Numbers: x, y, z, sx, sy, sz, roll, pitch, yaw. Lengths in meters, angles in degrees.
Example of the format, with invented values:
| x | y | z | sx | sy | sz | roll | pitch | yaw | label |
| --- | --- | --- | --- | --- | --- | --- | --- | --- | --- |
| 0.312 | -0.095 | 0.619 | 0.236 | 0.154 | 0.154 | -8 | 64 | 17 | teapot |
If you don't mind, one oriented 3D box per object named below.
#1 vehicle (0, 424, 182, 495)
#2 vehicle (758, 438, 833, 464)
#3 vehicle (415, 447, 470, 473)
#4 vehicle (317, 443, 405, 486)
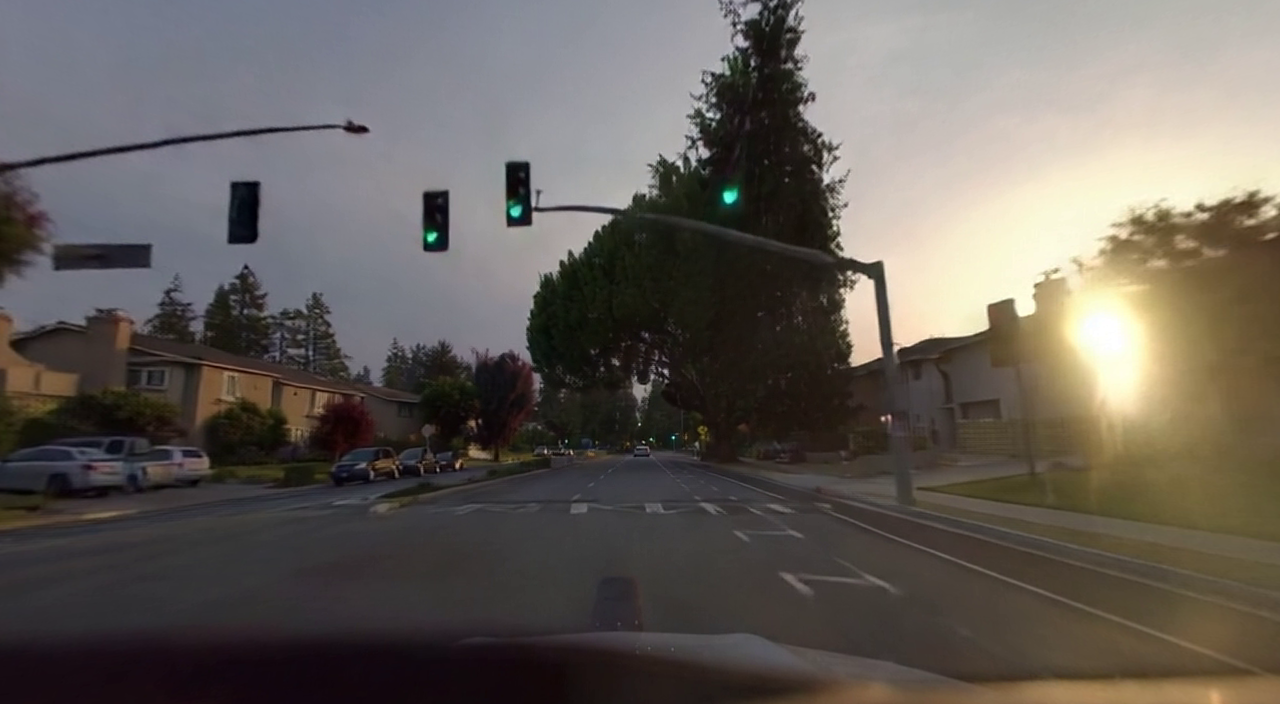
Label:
| x | y | z | sx | sy | sz | roll | pitch | yaw | label |
| --- | --- | --- | --- | --- | --- | --- | --- | --- | --- |
| -18.019 | 3.358 | 19.599 | 5.656 | 1.999 | 2.307 | -1 | -10 | 2 | vehicle |
| 11.293 | 7.215 | 45.949 | 4.880 | 1.842 | 2.069 | 0 | -9 | -1 | vehicle |
| -12.123 | 6.678 | 38.868 | 1.888 | 1.477 | 4.629 | -1 | -10 | 0 | vehicle |
| -12.108 | 4.920 | 27.640 | 1.932 | 1.673 | 4.314 | -1 | -10 | -1 | vehicle |
